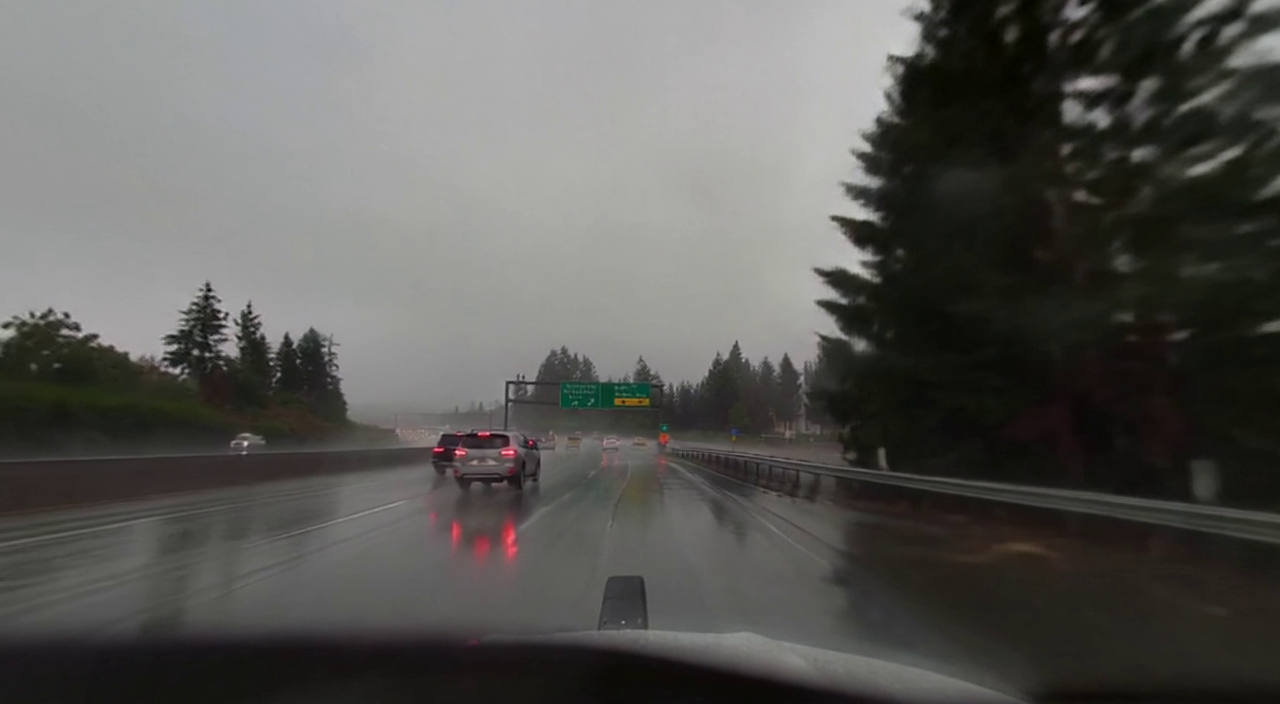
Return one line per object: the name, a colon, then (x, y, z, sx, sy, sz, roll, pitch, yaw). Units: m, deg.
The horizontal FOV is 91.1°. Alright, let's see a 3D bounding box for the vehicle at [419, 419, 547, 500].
vehicle: (-3.901, 2.778, 16.665, 2.142, 1.789, 5.009, 0, -8, 0)
